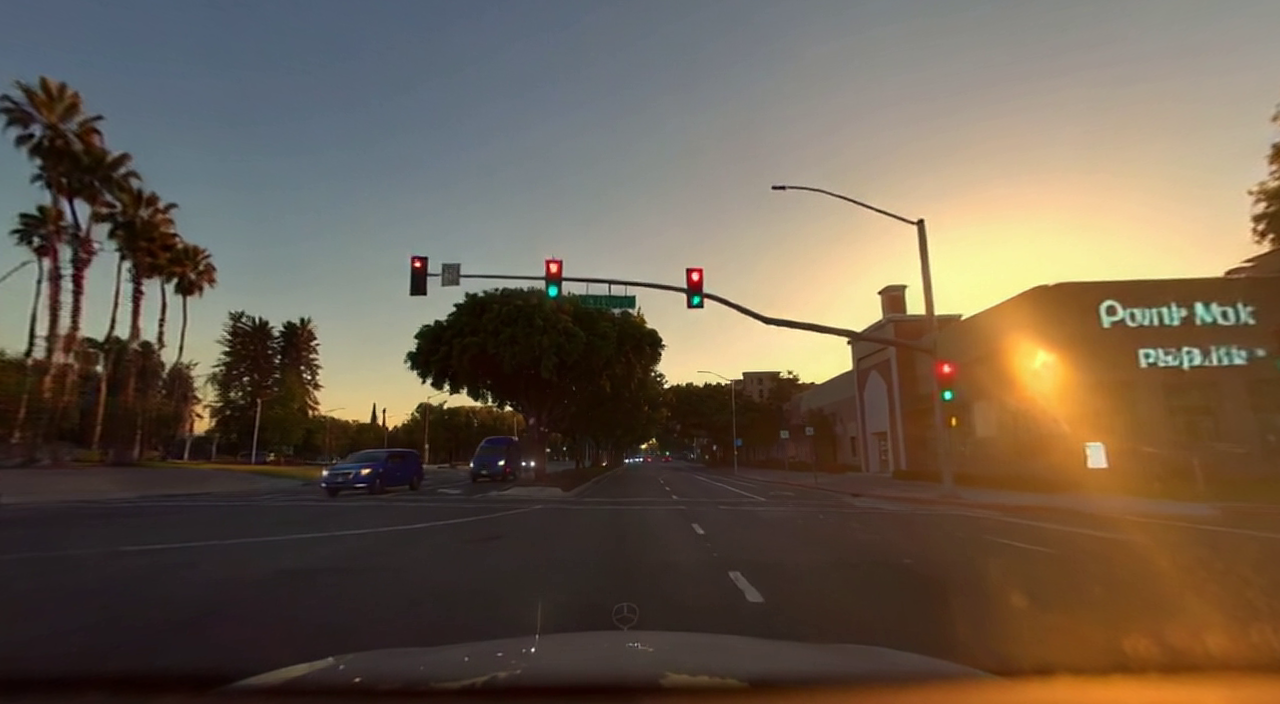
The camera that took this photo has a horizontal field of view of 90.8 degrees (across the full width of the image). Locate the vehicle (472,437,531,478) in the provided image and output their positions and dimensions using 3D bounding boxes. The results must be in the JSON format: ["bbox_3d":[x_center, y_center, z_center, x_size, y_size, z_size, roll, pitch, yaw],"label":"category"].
[{"bbox_3d":[-9.713,7.465,45.090,2.509,2.712,7.034,0,-9,1],"label":"vehicle"}]

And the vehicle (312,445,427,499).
[{"bbox_3d":[-9.354,4.144,22.346,2.074,1.681,4.417,0,-9,1],"label":"vehicle"}]
